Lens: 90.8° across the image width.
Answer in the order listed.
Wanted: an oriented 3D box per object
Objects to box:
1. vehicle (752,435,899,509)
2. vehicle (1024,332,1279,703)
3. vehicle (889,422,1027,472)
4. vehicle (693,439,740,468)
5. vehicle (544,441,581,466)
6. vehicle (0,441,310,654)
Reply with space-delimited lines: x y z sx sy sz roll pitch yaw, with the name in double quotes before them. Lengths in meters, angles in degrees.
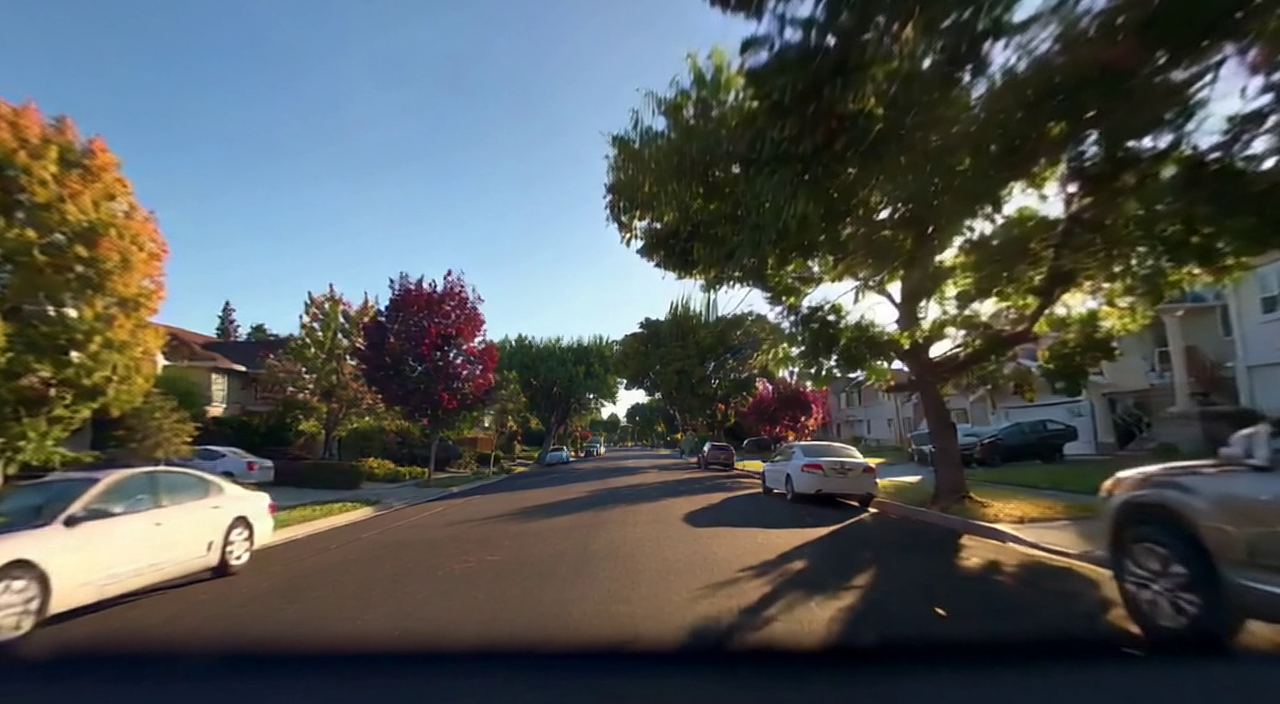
"vehicle" 4.214 2.804 15.422 1.936 1.464 5.141 0 -8 -1
"vehicle" 4.198 0.727 2.410 2.105 1.836 5.278 0 -8 0
"vehicle" 12.527 3.741 25.120 4.329 1.863 2.059 -1 -6 2
"vehicle" 4.260 5.686 35.637 2.020 1.558 3.925 0 -8 -2
"vehicle" -5.691 7.541 47.123 1.954 1.551 5.128 -3 -7 1
"vehicle" -5.697 1.710 6.125 2.011 1.465 5.686 -3 -7 0
